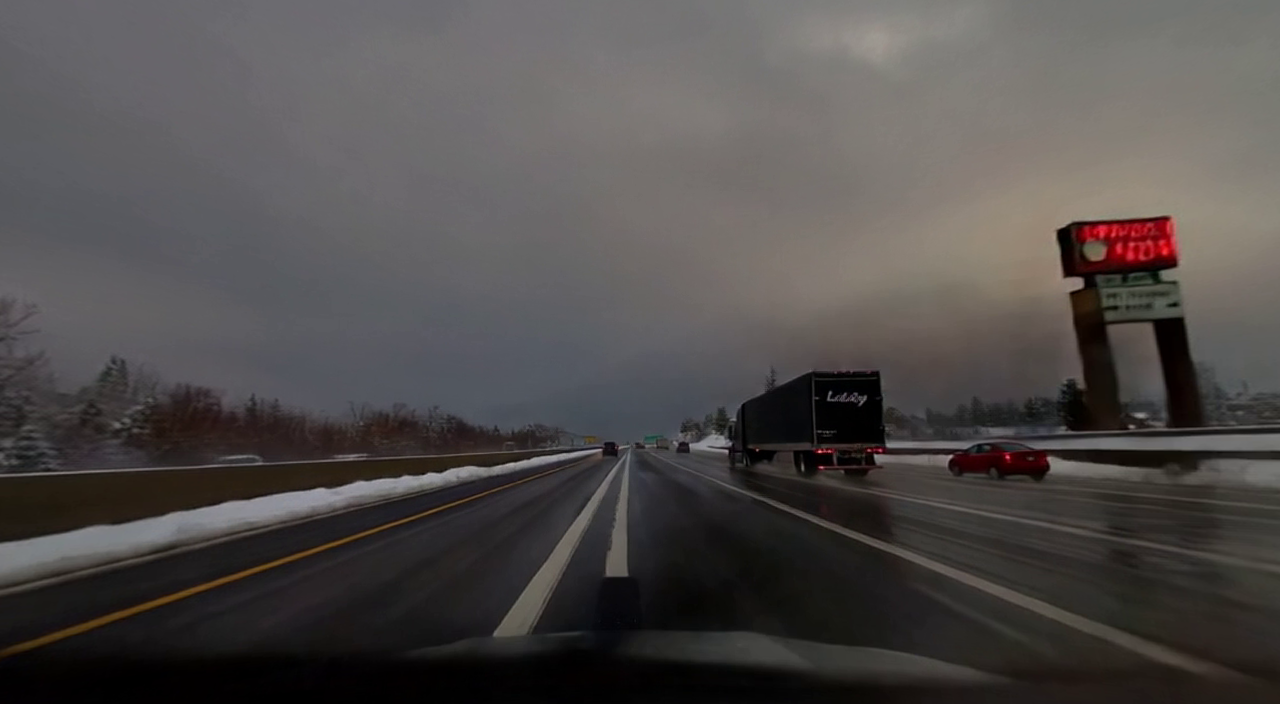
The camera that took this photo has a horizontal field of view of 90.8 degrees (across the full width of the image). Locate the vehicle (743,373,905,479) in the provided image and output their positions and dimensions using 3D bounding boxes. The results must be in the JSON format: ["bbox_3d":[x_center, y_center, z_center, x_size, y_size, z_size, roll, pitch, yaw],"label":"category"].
[{"bbox_3d":[8.486,4.089,32.818,2.892,4.128,16.495,0,-9,-2],"label":"vehicle"}]

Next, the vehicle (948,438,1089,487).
[{"bbox_3d":[12.490,3.651,21.238,1.862,1.462,4.459,0,-9,-2],"label":"vehicle"}]

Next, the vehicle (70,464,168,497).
[{"bbox_3d":[-33.355,8.204,40.676,2.005,1.824,4.923,-1,-9,2],"label":"vehicle"}]

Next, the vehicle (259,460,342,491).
[{"bbox_3d":[-18.234,6.623,34.219,1.996,1.446,4.592,0,-9,-1],"label":"vehicle"}]

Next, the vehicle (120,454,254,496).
[{"bbox_3d":[-22.496,6.082,31.838,2.343,1.836,6.191,0,-9,-2],"label":"vehicle"}]
